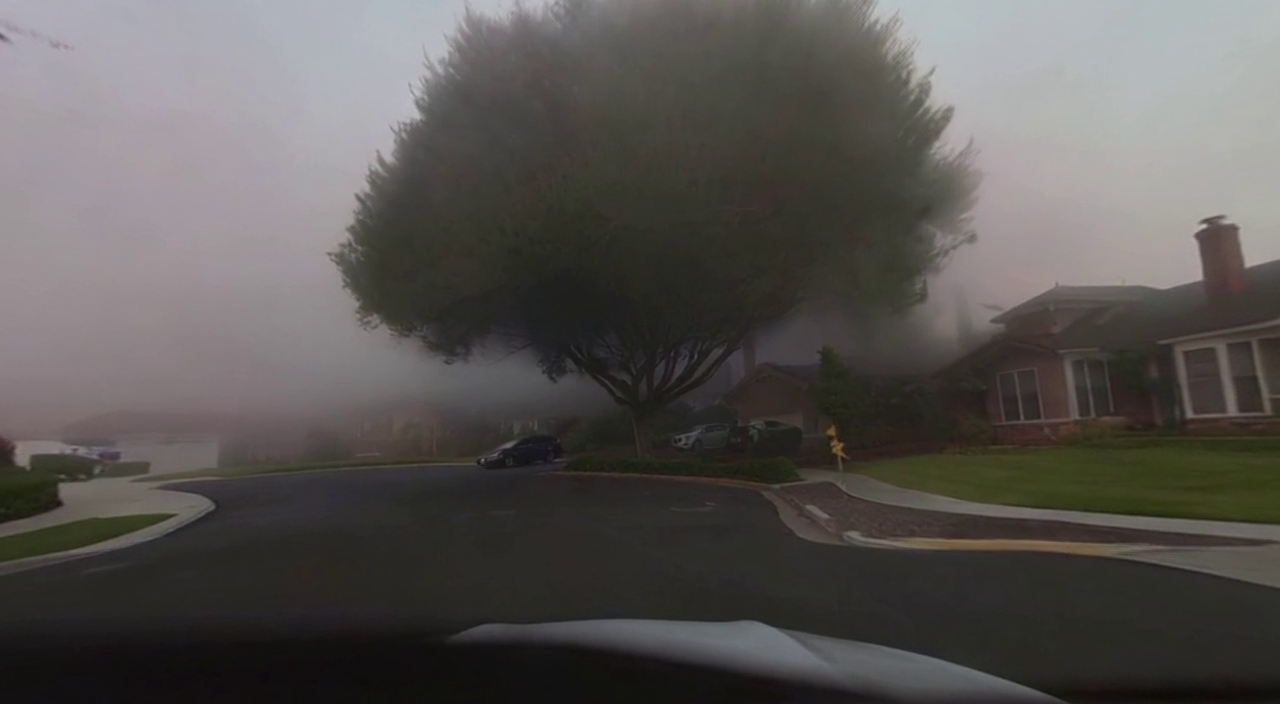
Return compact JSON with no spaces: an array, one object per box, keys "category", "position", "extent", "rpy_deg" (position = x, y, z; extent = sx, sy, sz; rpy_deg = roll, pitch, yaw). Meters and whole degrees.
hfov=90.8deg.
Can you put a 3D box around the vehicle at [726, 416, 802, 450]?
[{"category":"vehicle","position":[6.965,4.559,35.140],"extent":[2.152,1.773,4.495],"rpy_deg":[-7,-11,40]}]

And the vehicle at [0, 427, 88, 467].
[{"category":"vehicle","position":[-28.638,4.449,29.610],"extent":[3.913,1.785,2.147],"rpy_deg":[-2,-9,14]}]

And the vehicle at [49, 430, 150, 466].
[{"category":"vehicle","position":[-27.644,4.898,32.337],"extent":[4.237,1.728,2.203],"rpy_deg":[-4,-9,25]}]

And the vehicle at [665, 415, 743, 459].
[{"category":"vehicle","position":[3.651,4.696,35.474],"extent":[2.310,1.701,4.280],"rpy_deg":[1,2,40]}]

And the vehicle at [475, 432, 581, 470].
[{"category":"vehicle","position":[-5.580,5.014,31.984],"extent":[4.815,1.827,2.147],"rpy_deg":[-1,-9,8]}]
